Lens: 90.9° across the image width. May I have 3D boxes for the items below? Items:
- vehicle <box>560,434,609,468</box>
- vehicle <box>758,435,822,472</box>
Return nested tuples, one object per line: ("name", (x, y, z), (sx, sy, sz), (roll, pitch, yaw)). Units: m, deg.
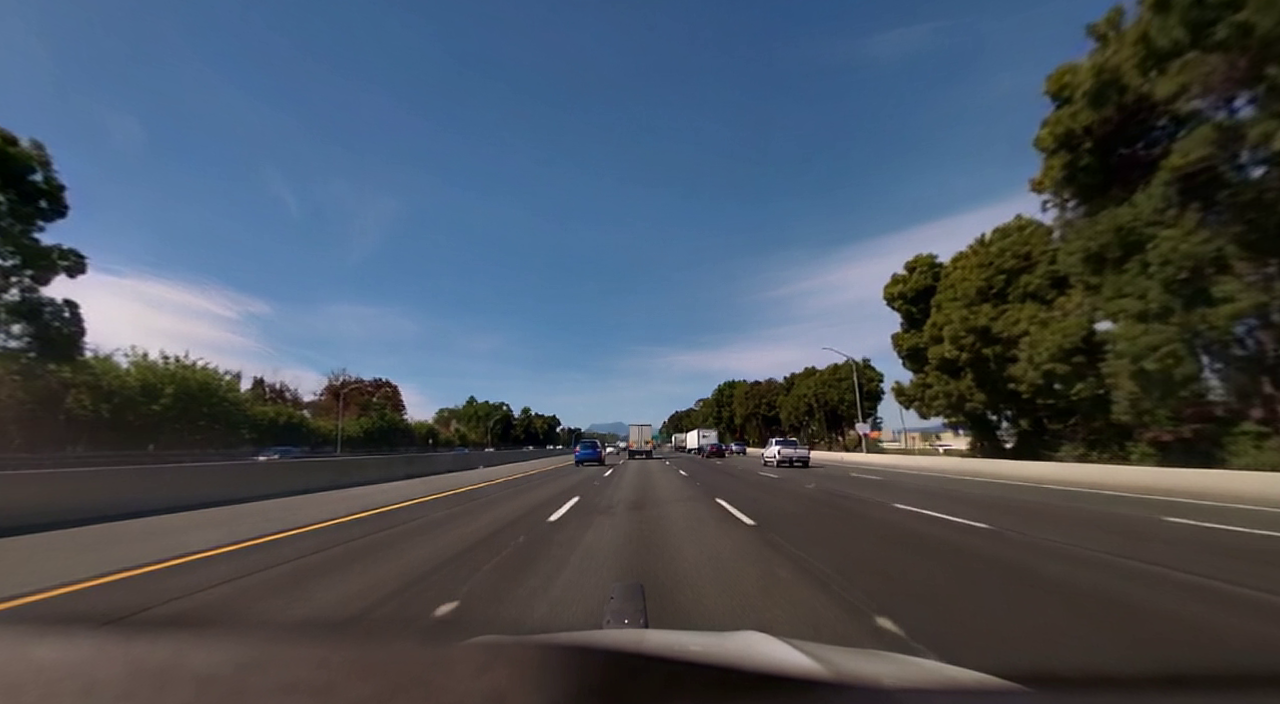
("vehicle", (-3.291, 6.051, 38.715), (2.453, 1.952, 5.320), (0, -8, 1))
("vehicle", (7.391, 5.053, 31.433), (2.063, 1.706, 4.259), (0, -8, -1))
